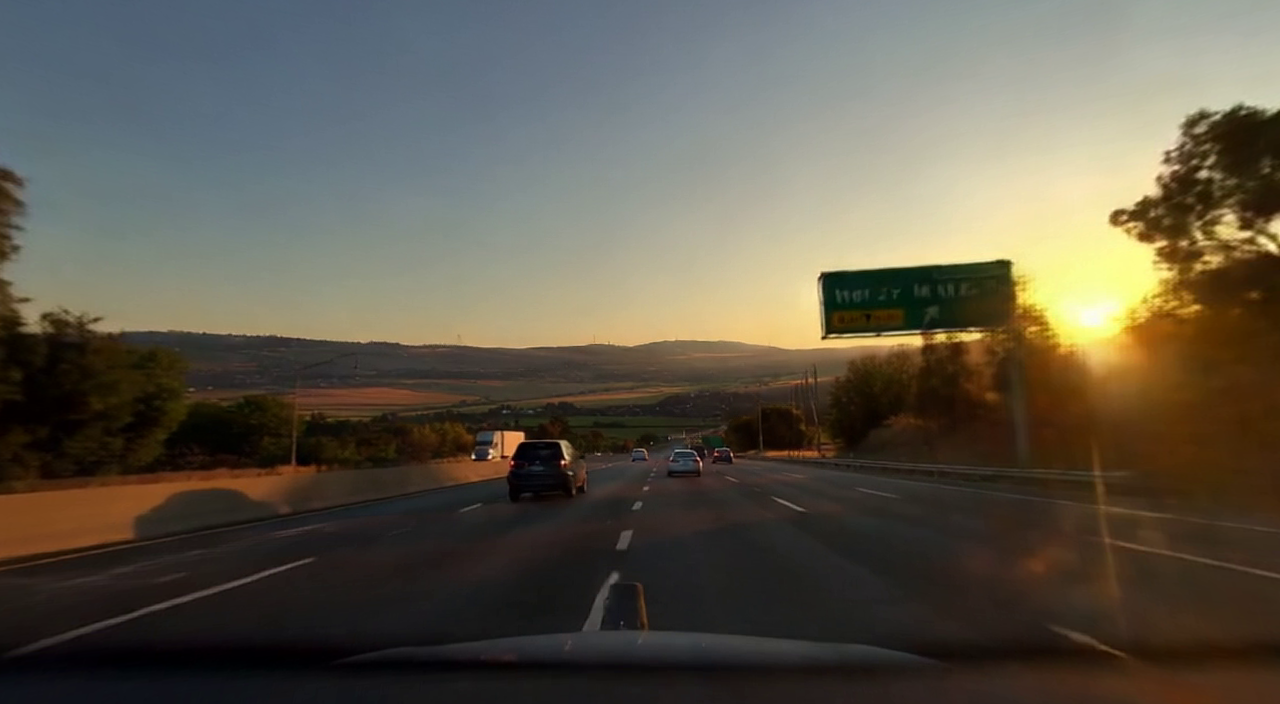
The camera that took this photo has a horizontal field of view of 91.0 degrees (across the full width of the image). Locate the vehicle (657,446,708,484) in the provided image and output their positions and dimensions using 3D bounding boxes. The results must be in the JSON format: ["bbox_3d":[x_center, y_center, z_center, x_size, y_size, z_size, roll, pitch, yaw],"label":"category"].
[{"bbox_3d":[1.742,4.790,26.998,2.004,1.471,4.032,0,-9,2],"label":"vehicle"}]

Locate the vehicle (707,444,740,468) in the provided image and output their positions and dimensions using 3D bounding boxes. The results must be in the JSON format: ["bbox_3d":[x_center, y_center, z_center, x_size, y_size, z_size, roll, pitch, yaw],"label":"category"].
[{"bbox_3d":[6.293,7.888,47.898,1.975,1.650,4.257,0,-9,1],"label":"vehicle"}]

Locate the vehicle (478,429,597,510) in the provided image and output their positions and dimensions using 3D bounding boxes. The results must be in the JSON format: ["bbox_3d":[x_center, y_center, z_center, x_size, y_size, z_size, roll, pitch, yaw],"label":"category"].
[{"bbox_3d":[-2.371,2.894,15.874,2.142,1.724,4.344,0,-9,2],"label":"vehicle"}]
